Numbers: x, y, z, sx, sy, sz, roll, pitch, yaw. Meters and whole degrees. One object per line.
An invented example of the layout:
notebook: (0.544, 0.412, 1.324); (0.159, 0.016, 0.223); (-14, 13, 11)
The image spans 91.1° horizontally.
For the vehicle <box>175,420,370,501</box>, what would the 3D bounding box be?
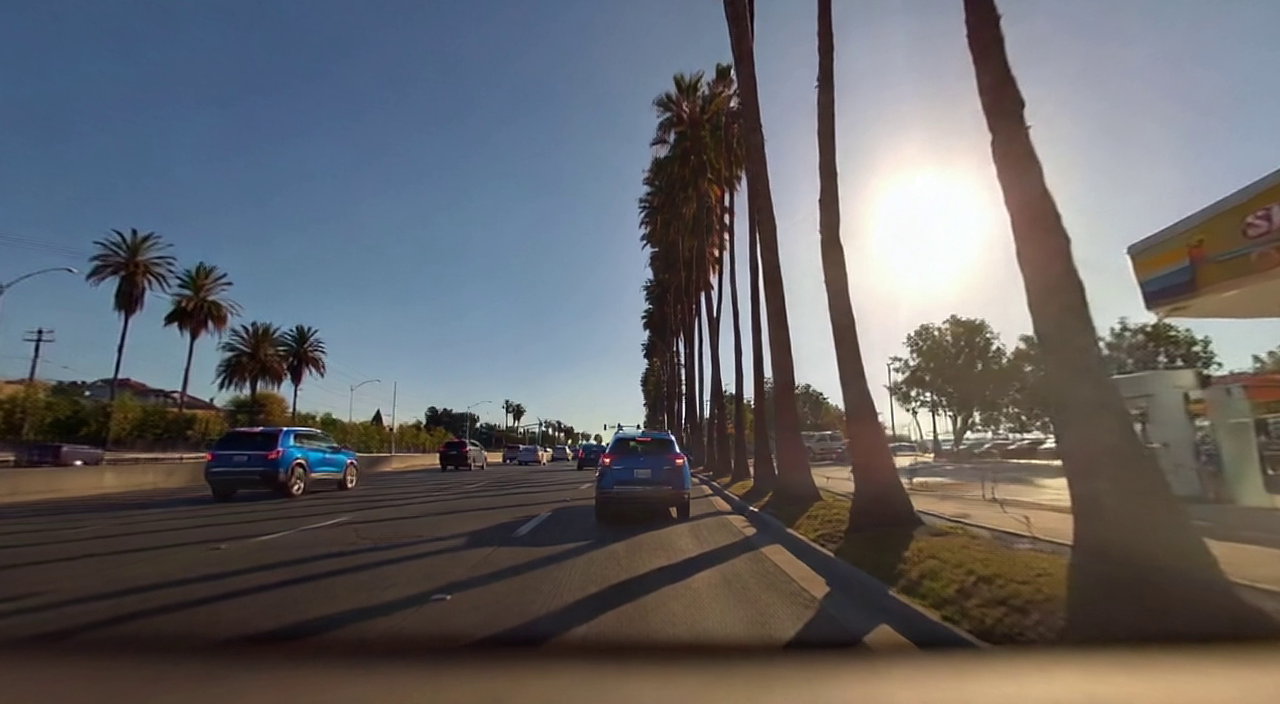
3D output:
vehicle: (-10.016, 3.011, 17.852); (2.269, 1.934, 5.350); (0, -9, 0)

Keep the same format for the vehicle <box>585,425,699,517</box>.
vehicle: (0.067, 2.533, 13.791); (2.121, 1.710, 3.893); (0, -9, 1)

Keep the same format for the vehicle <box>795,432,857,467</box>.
vehicle: (8.221, 4.273, 27.575); (1.837, 1.416, 3.947); (-4, -10, 27)

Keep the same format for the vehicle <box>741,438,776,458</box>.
vehicle: (9.130, 7.441, 48.779); (1.929, 1.496, 4.245); (0, -9, 0)

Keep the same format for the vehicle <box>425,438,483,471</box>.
vehicle: (-10.588, 5.851, 36.055); (1.965, 1.743, 4.327); (0, -8, 1)

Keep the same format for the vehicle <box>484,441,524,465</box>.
vehicle: (-10.471, 7.808, 48.768); (1.998, 1.731, 4.952); (0, -8, 0)

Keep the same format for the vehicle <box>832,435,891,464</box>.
vehicle: (12.036, 5.315, 34.321); (1.681, 1.503, 3.781); (1, -9, -3)

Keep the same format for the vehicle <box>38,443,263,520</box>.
vehicle: (-10.032, 2.639, 13.265); (1.924, 1.384, 3.426); (0, -8, 0)
